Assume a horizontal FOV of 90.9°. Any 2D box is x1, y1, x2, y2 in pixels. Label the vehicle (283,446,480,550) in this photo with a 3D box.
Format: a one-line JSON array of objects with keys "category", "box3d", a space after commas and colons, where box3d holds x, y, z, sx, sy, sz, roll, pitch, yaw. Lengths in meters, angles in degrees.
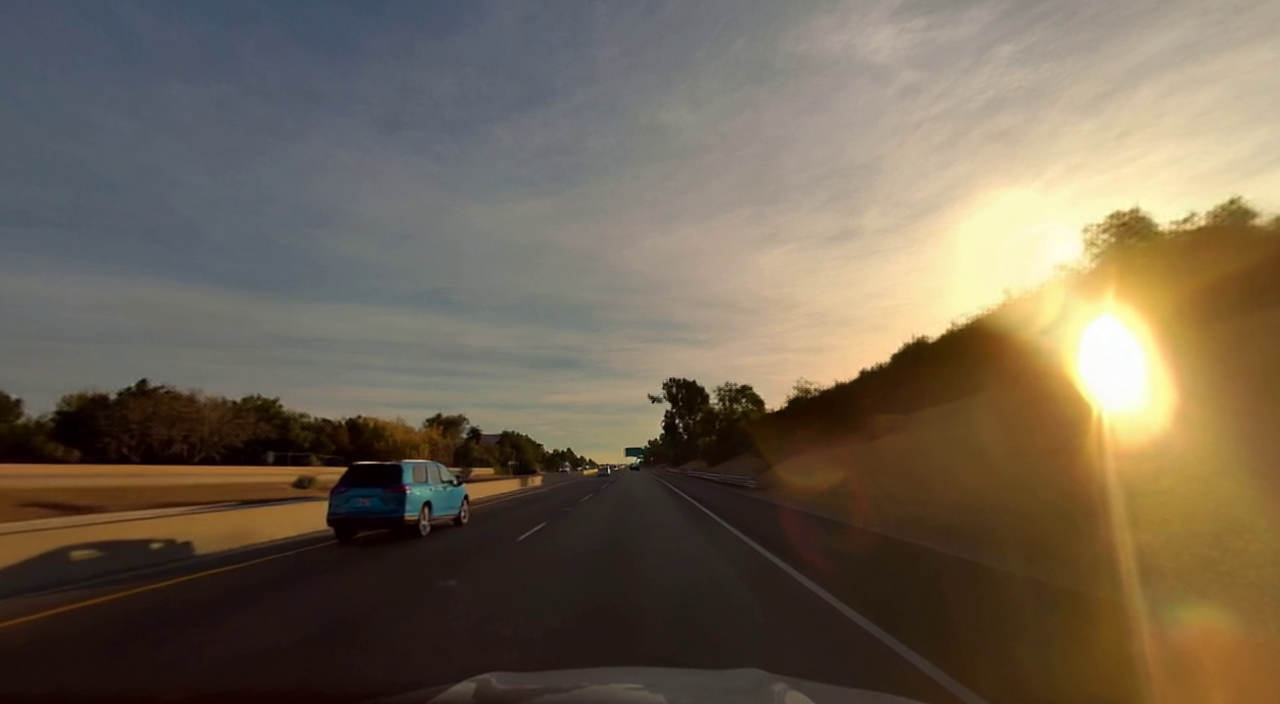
[{"category": "vehicle", "box3d": [-4.448, 2.589, 11.636, 1.914, 1.534, 4.015, 1, -10, 0]}]
